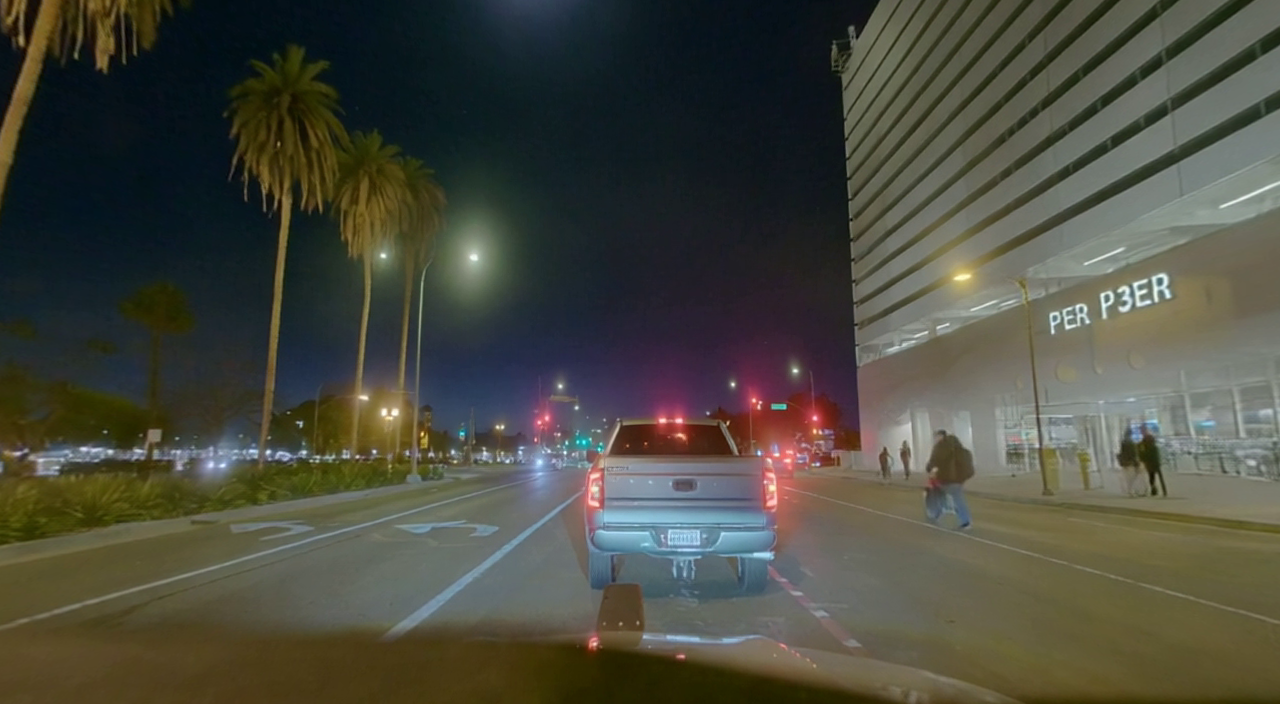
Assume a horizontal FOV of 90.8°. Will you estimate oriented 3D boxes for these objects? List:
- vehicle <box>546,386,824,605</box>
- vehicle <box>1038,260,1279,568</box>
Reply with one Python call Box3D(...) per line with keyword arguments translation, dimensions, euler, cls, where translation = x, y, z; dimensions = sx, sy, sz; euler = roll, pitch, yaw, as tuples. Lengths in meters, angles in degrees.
Box3D(translation=(0.403, 1.589, 7.980), dimensions=(2.311, 1.819, 5.255), euler=(0, -8, 1), cls="vehicle")
Box3D(translation=(7.903, 0.871, 8.599), dimensions=(2.666, 3.345, 3.622), euler=(-1, -9, 7), cls="vehicle")
